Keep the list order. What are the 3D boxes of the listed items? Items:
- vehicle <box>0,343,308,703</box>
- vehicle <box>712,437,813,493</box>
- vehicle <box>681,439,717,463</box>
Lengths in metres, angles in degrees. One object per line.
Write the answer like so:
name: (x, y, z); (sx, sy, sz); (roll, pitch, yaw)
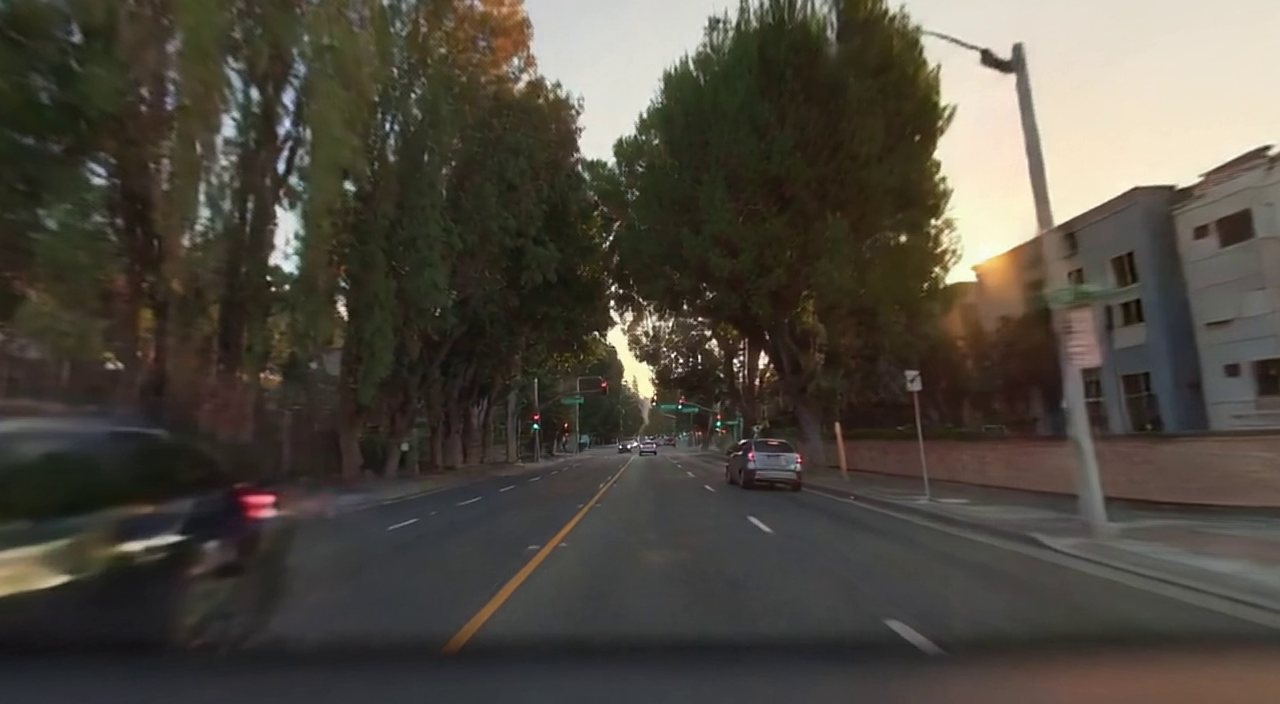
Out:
vehicle: (-3.049, 0.746, 1.423); (2.109, 1.681, 4.417); (0, -9, 1)
vehicle: (3.572, 3.393, 19.353); (2.072, 1.471, 4.834); (0, -9, -1)
vehicle: (4.147, 7.061, 45.007); (2.035, 1.564, 4.719); (0, -9, 0)
